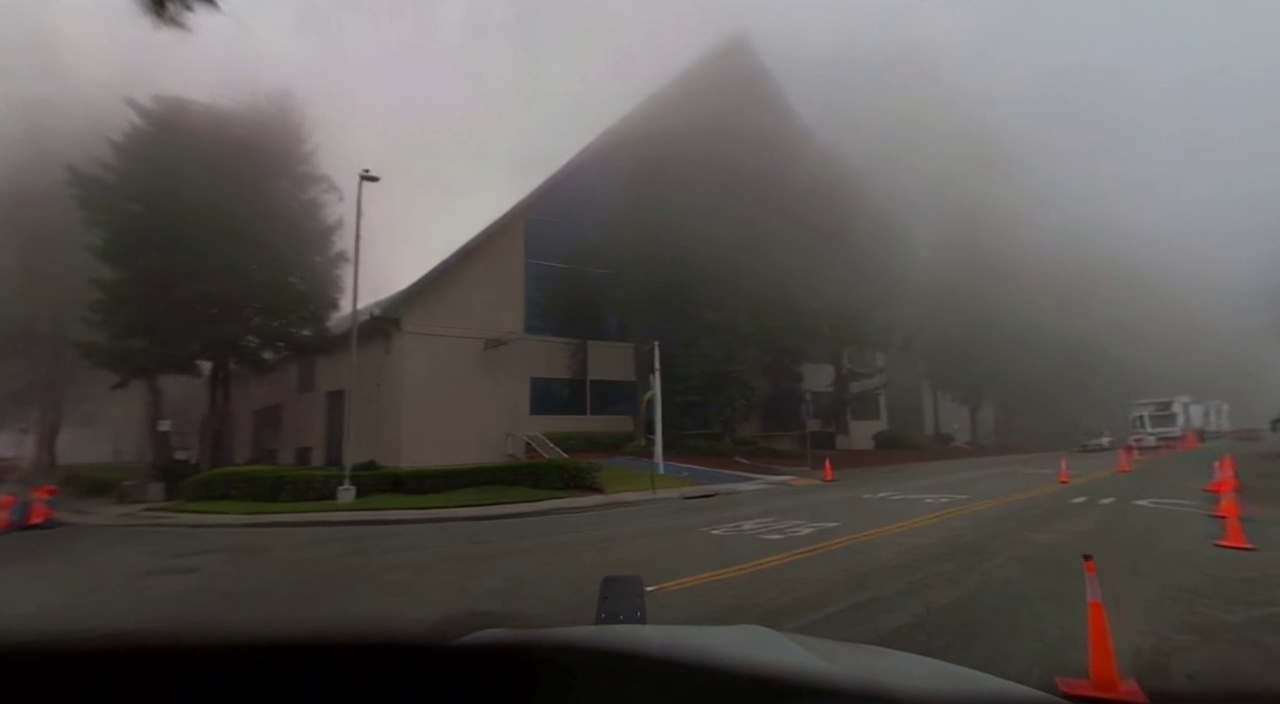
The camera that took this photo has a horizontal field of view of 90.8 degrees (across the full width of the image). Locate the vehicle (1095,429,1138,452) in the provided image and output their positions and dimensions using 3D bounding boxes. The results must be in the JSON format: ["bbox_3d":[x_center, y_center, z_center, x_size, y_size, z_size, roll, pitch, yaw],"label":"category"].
[{"bbox_3d":[35.409,6.524,46.871,1.955,1.479,4.100,-7,-8,44],"label":"vehicle"}]

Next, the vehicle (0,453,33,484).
[{"bbox_3d":[-38.137,6.946,37.981,2.110,1.733,4.028,8,-12,-44],"label":"vehicle"}]
